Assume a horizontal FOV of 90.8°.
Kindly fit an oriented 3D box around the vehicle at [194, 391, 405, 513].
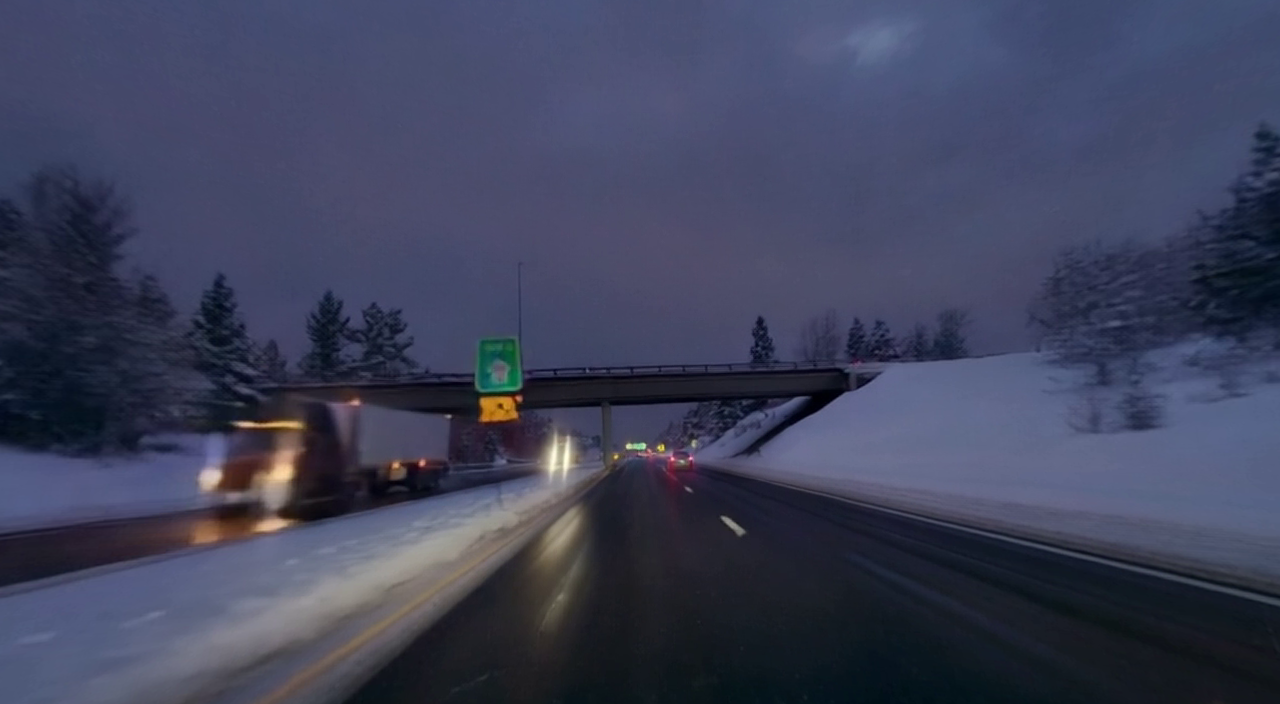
[{"bbox_3d":[-13.121,4.064,25.892,2.990,4.009,9.971,0,-9,0],"label":"vehicle"}]
